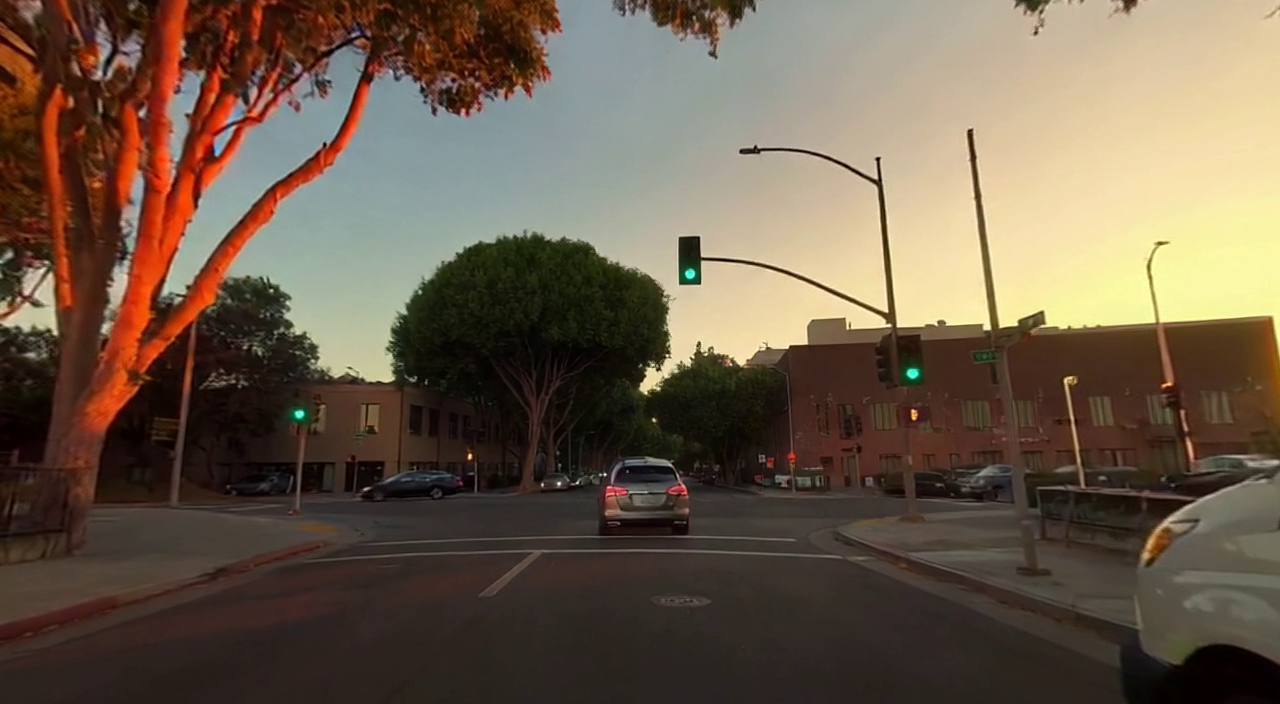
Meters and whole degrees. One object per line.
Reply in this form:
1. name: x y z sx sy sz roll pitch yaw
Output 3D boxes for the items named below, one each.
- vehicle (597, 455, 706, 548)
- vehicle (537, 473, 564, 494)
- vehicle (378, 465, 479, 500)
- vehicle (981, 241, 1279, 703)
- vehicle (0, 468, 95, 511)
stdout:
1. vehicle: 0.140 3.055 13.306 1.961 1.629 3.610 1 -10 -2
2. vehicle: -6.913 10.131 48.772 1.757 1.473 3.712 1 -11 -4
3. vehicle: -11.253 6.936 33.707 4.675 1.692 1.993 8 -13 -35
4. vehicle: 2.811 0.476 0.559 2.054 1.965 5.248 1 -11 0
5. vehicle: -25.359 5.562 25.654 4.407 1.654 2.016 0 -11 2
